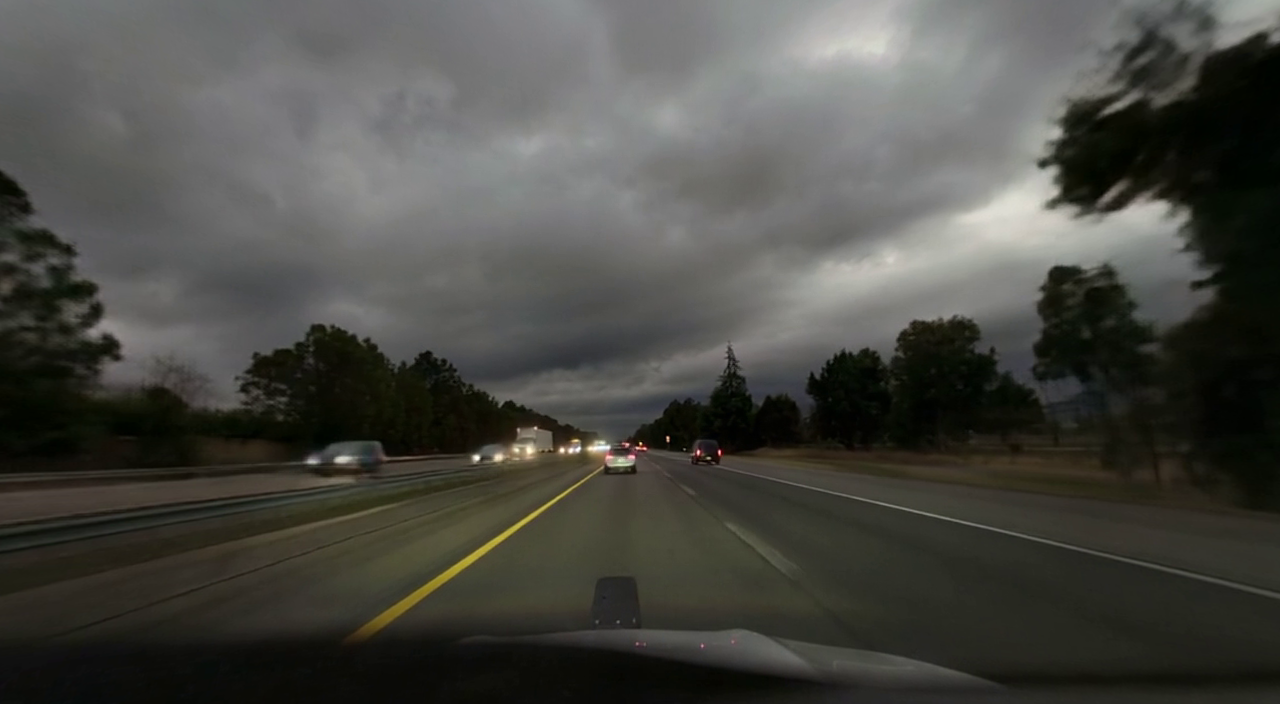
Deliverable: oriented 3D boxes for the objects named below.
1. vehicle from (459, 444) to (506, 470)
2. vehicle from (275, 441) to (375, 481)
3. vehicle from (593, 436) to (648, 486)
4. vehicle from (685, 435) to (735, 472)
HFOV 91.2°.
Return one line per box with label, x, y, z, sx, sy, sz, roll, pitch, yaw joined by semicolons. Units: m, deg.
vehicle;-9.675;6.458;38.731;1.876;1.507;4.031;0;-9;-1
vehicle;-13.679;4.740;27.597;1.932;1.561;4.735;0;-9;0
vehicle;-0.719;4.180;24.317;1.963;1.711;4.284;0;-9;-1
vehicle;3.832;5.667;35.213;2.179;1.930;4.538;0;-9;-1
